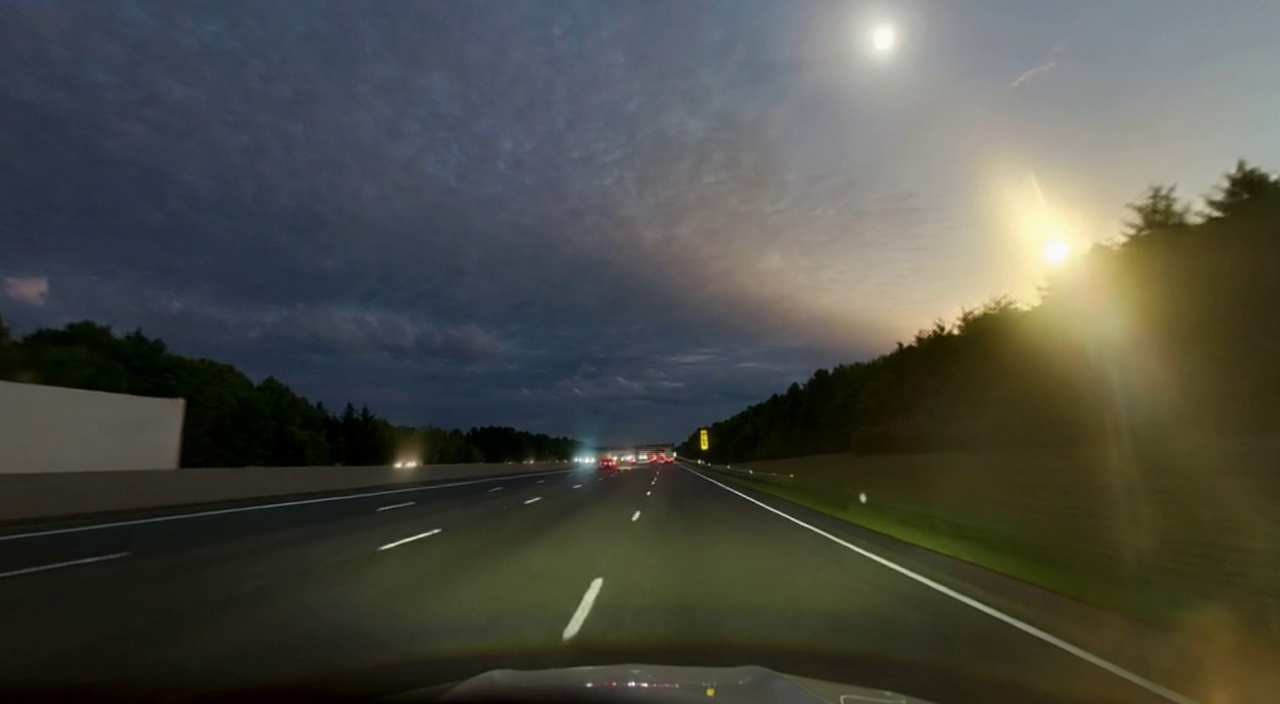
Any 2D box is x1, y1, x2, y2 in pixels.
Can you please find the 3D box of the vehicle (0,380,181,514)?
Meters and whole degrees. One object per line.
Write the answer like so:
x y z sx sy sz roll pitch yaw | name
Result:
-21.336 2.881 19.025 2.899 4.123 15.577 -1 -9 2 | vehicle
